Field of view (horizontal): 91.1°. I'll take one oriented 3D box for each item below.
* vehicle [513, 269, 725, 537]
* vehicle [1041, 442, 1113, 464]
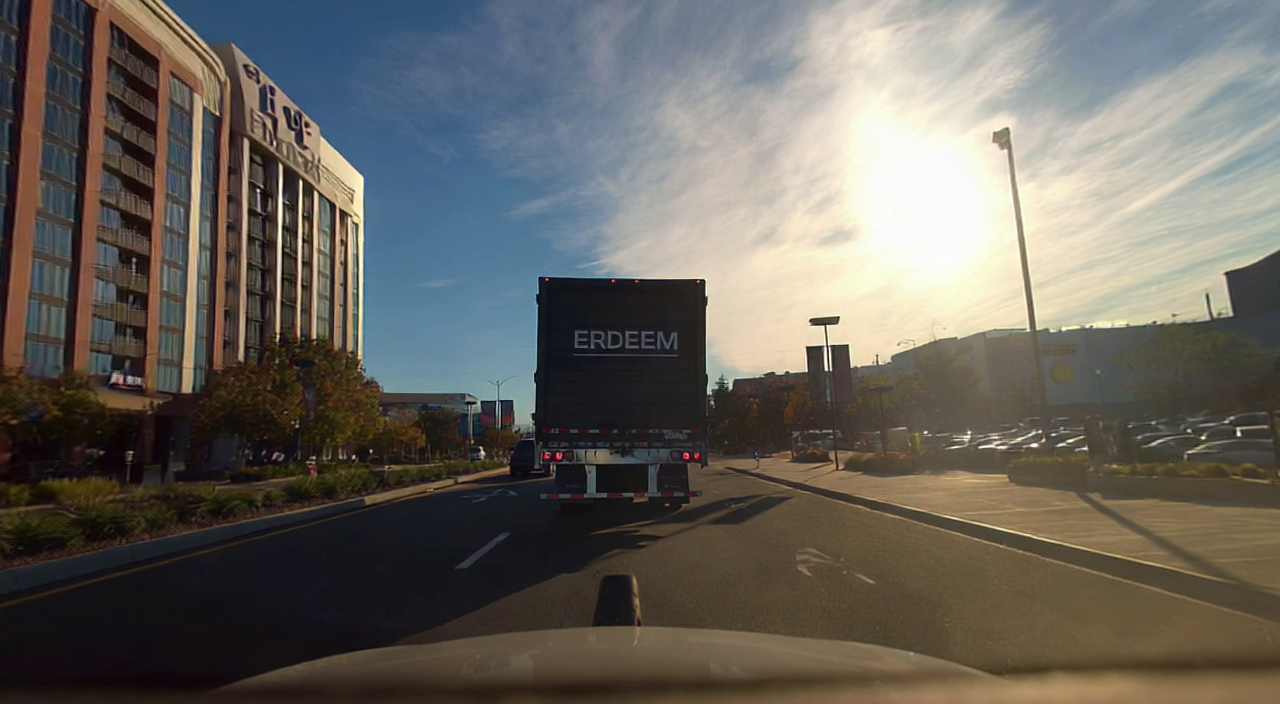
[{"bbox_3d":[-0.186,1.289,13.406,2.876,3.724,9.351,-1,-8,1],"label":"vehicle"},{"bbox_3d":[31.366,7.221,45.168,1.652,1.423,3.797,5,-9,-35],"label":"vehicle"}]
